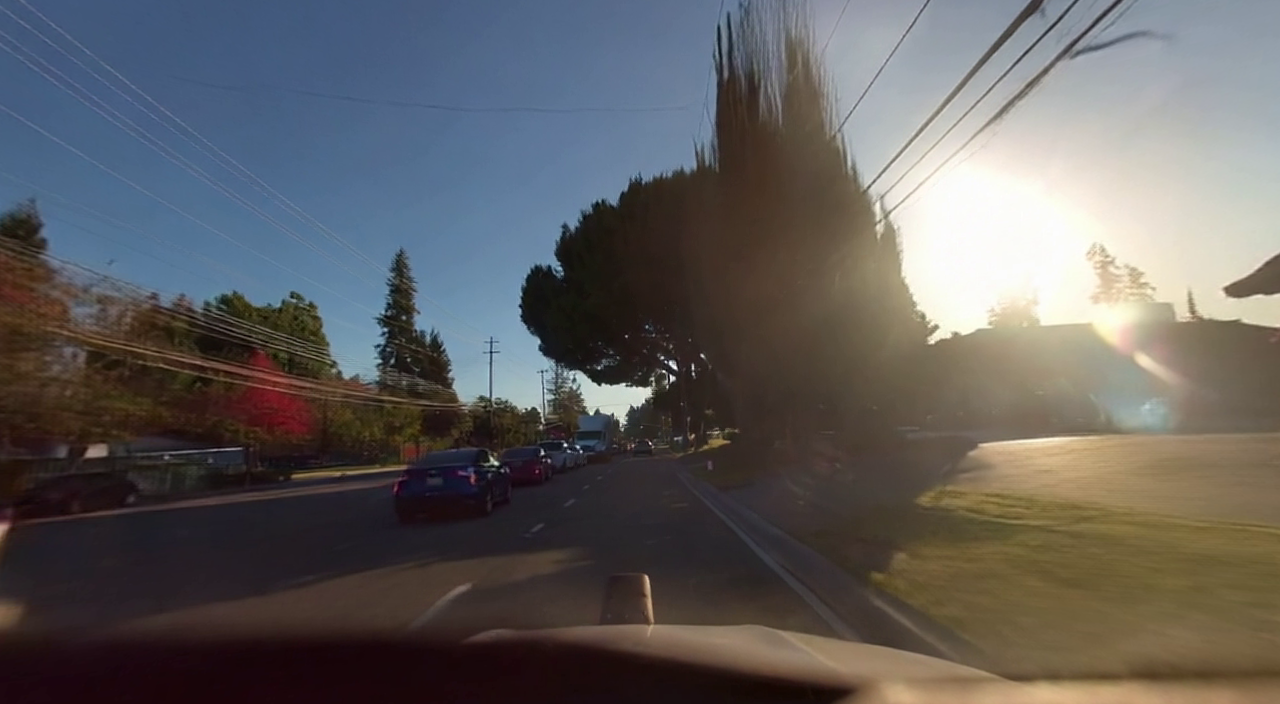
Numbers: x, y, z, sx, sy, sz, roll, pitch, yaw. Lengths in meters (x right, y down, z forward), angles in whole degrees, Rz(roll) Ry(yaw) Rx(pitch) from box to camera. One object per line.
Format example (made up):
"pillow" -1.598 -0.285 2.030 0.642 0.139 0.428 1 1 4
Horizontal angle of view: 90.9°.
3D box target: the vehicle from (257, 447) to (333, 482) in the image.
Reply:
"vehicle" -22.685 7.376 41.714 2.241 2.143 5.321 1 -8 -4

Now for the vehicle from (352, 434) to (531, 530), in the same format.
"vehicle" -3.456 2.339 11.936 1.998 1.466 4.124 0 -8 1

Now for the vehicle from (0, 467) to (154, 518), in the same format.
"vehicle" -20.678 5.076 23.150 2.231 1.478 4.603 1 -8 -5
